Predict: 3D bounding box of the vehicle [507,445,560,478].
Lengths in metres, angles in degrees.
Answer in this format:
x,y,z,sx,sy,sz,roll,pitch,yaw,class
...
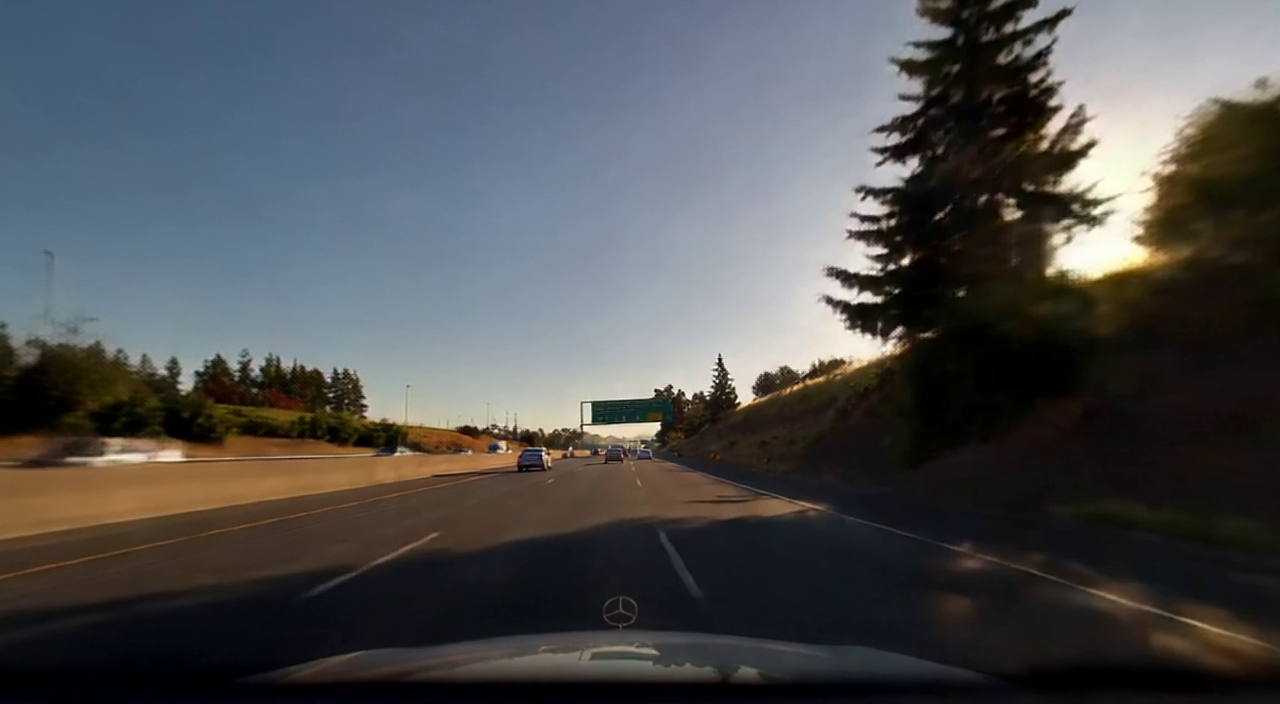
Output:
x,y,z,sx,sy,sz,roll,pitch,yaw,class
-5.476,5.696,32.788,2.028,1.563,4.734,0,-9,-1,vehicle
